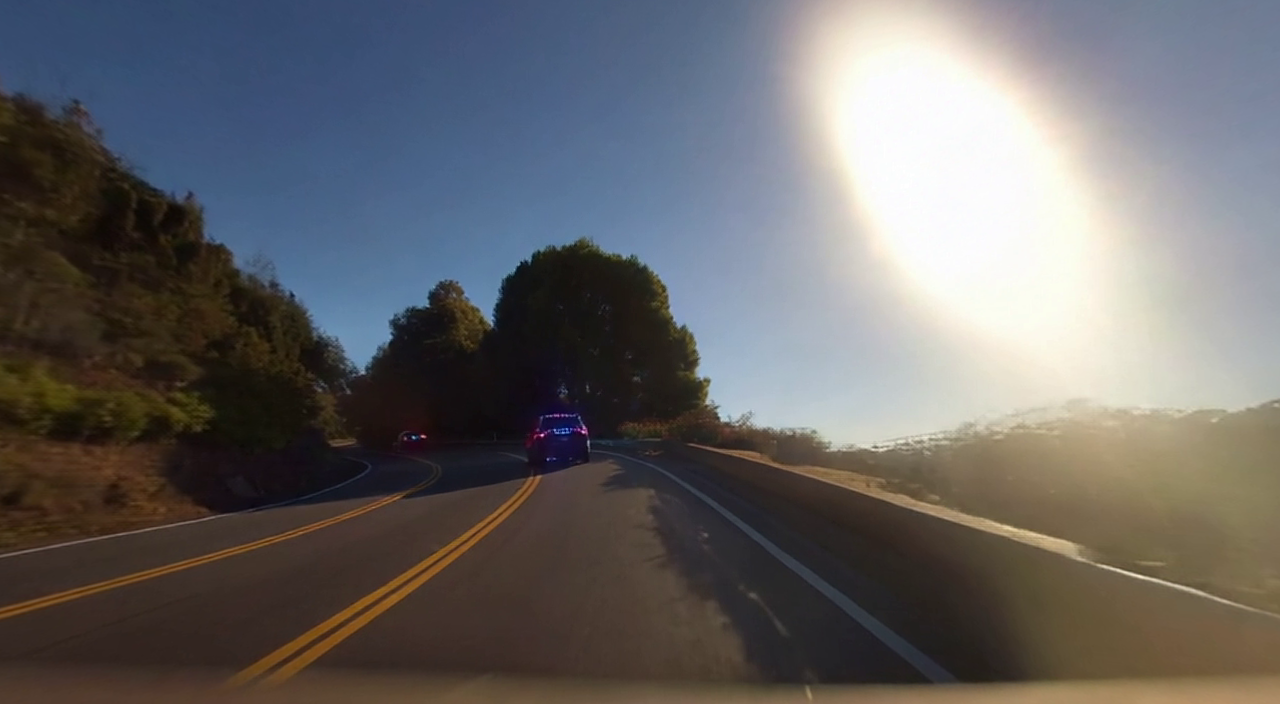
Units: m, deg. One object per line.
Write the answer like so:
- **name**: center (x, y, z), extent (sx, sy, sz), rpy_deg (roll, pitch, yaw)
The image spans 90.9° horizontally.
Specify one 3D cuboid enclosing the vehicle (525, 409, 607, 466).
- **vehicle**: center (-3.210, 3.563, 26.059), extent (2.500, 1.961, 5.637), rpy_deg (-1, -8, -15)
